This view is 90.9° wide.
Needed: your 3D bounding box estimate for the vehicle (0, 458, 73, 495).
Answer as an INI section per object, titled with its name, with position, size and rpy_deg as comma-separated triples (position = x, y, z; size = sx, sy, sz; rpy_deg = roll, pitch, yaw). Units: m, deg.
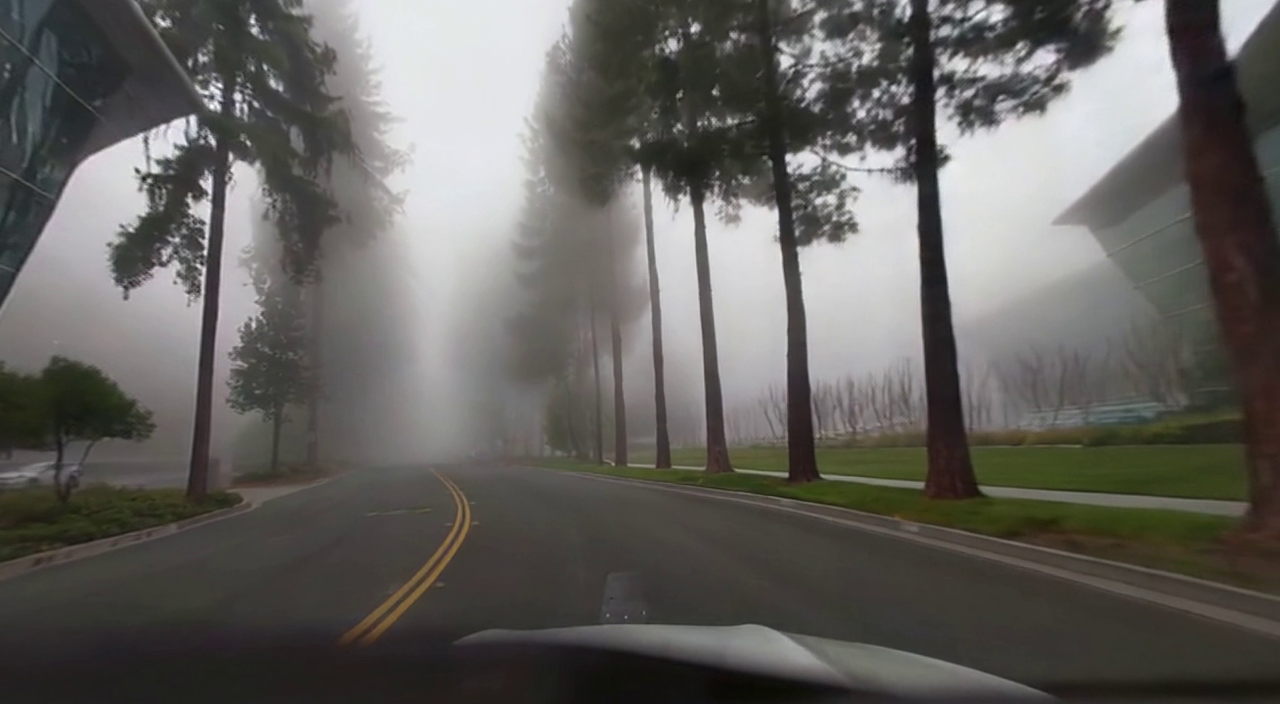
[vehicle]
position = -31.135, 6.224, 31.764
size = 1.929, 1.650, 4.638
rpy_deg = 2, -9, -17
